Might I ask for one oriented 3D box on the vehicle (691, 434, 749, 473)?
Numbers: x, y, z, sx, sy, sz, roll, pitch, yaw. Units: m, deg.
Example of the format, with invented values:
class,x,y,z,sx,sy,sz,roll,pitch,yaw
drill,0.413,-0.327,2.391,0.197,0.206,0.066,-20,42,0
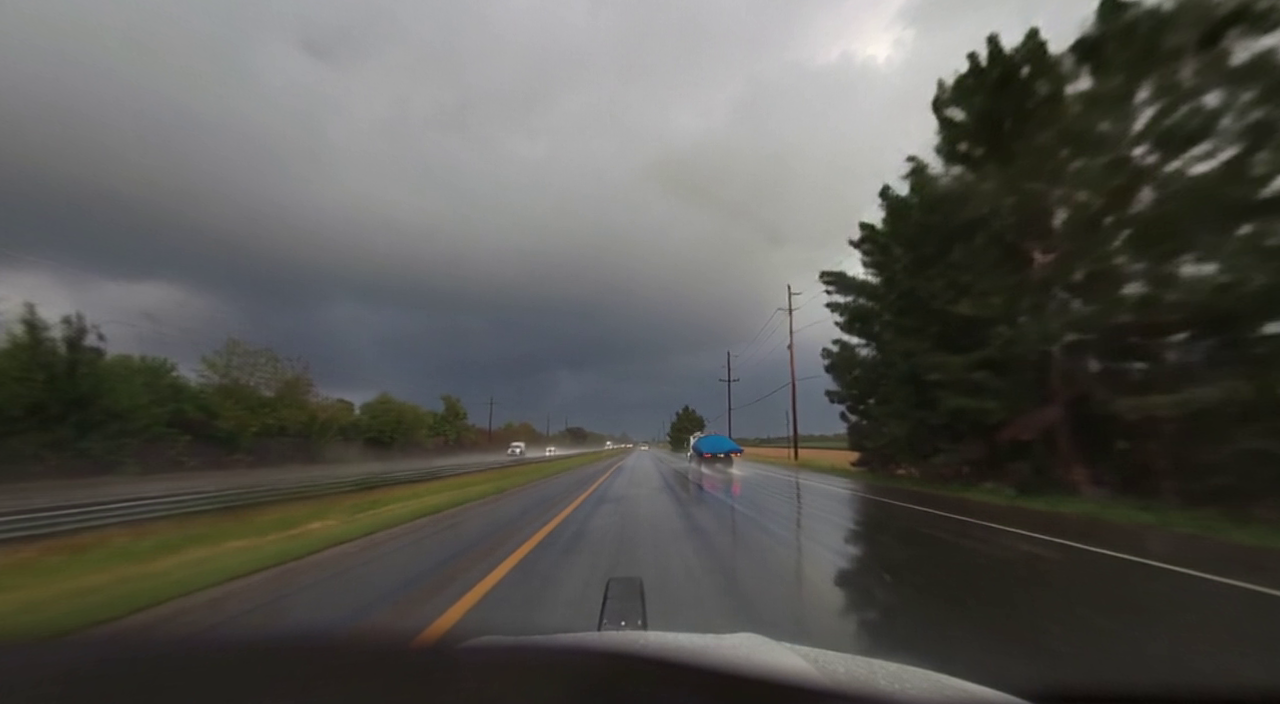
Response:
class,x,y,z,sx,sy,sz,roll,pitch,yaw
vehicle,4.077,5.275,32.930,2.228,1.852,5.449,0,-8,-1
